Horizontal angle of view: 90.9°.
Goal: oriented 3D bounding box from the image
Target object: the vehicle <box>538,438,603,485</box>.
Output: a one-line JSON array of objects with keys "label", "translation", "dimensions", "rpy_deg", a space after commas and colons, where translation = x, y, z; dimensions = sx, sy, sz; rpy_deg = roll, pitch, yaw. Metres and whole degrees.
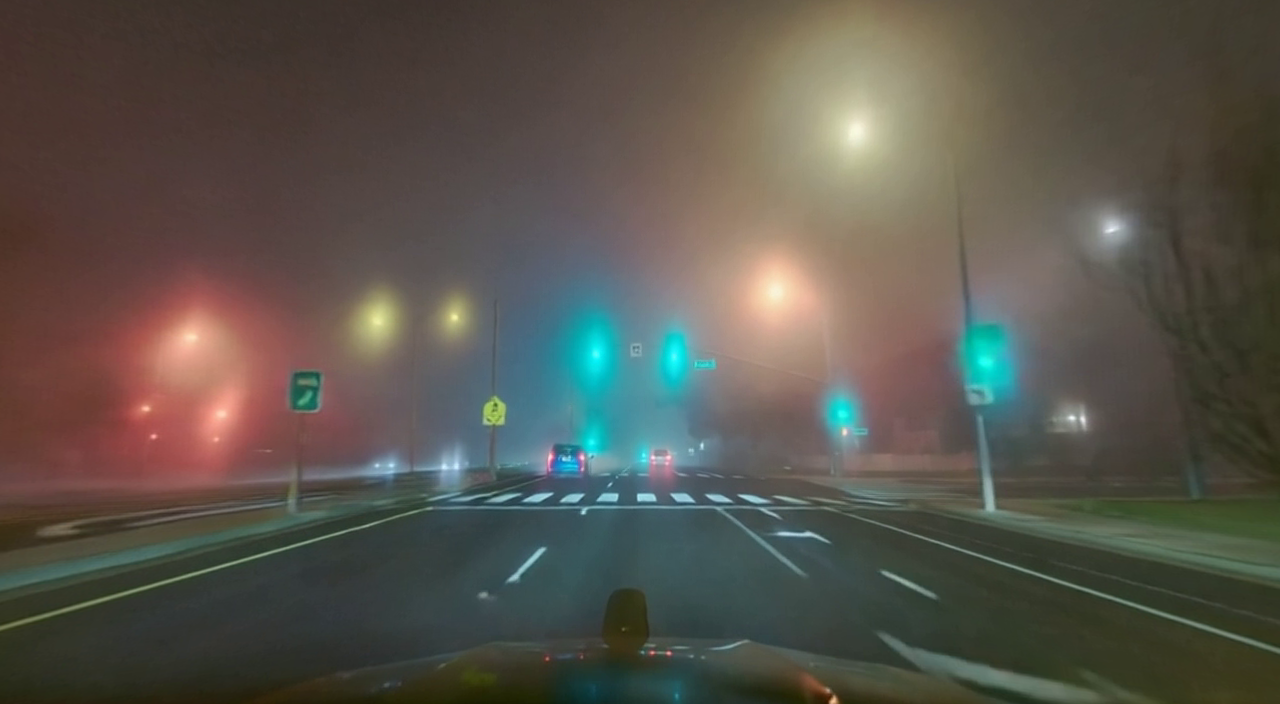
[{"label": "vehicle", "translation": [-2.838, 4.592, 26.845], "dimensions": [2.150, 1.812, 4.423], "rpy_deg": [0, -9, 1]}]

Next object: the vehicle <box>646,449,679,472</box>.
[{"label": "vehicle", "translation": [1.486, 7.388, 43.006], "dimensions": [2.075, 1.480, 3.920], "rpy_deg": [0, -9, -1]}]
